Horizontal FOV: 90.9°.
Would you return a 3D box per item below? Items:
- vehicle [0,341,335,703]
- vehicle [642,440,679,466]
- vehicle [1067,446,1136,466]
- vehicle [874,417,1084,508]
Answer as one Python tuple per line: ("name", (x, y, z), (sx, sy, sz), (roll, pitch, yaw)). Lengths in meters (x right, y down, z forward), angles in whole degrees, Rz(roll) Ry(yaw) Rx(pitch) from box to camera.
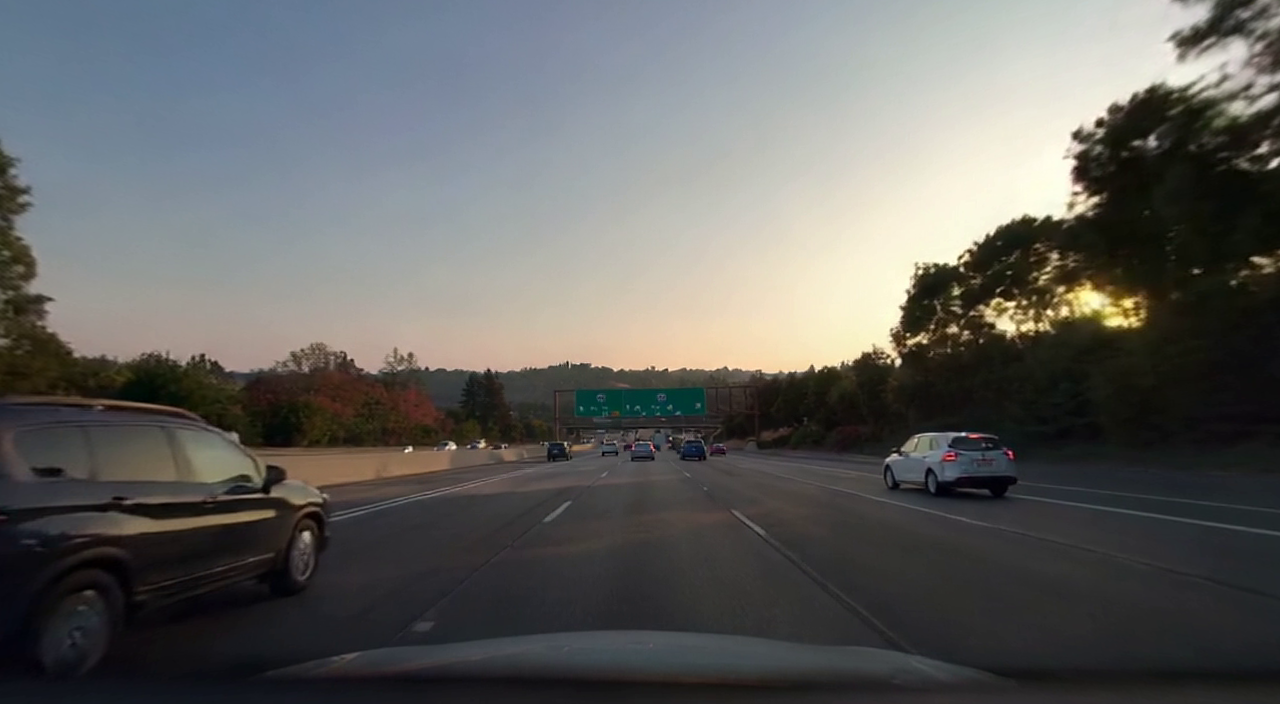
("vehicle", (-4.046, 0.929, 3.593), (2.118, 1.750, 4.875), (0, -8, 1))
("vehicle", (1.189, 6.162, 38.667), (2.050, 1.452, 3.917), (0, -8, -1))
("vehicle", (36.261, 8.165, 49.729), (1.979, 1.497, 4.540), (0, -8, 0))
("vehicle", (7.589, 2.538, 14.908), (2.123, 1.756, 4.959), (0, -8, -1))
